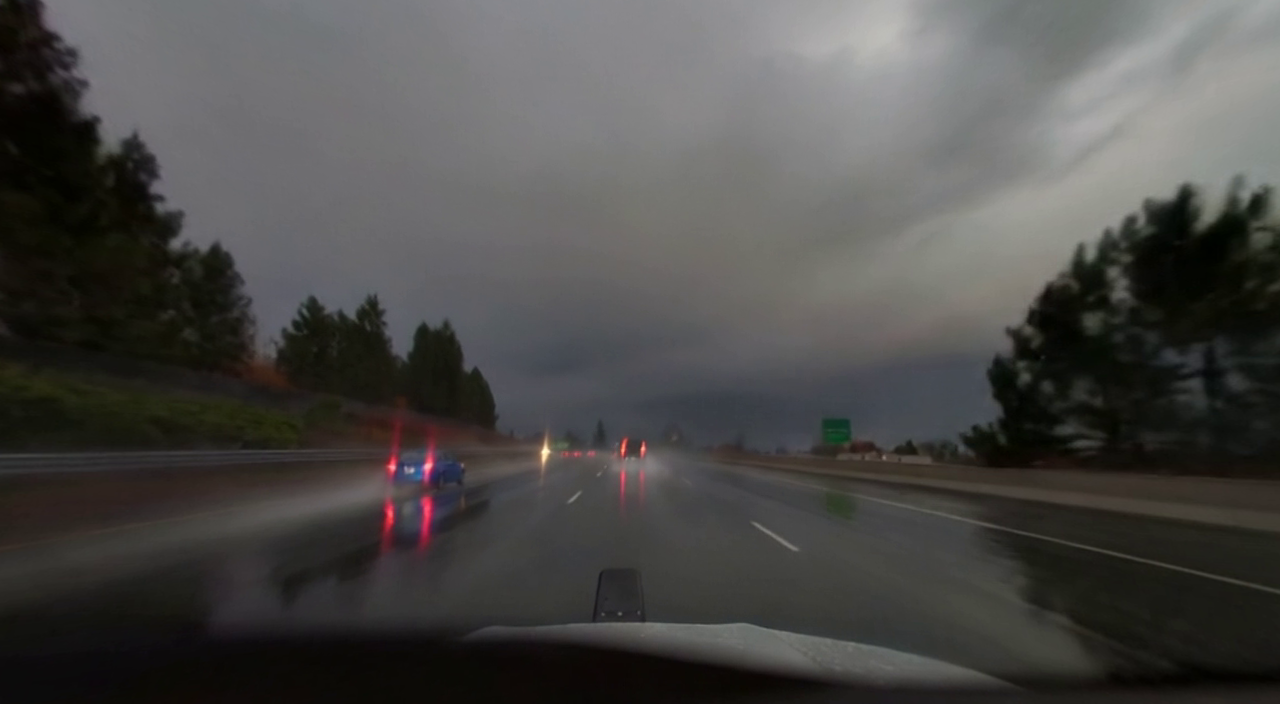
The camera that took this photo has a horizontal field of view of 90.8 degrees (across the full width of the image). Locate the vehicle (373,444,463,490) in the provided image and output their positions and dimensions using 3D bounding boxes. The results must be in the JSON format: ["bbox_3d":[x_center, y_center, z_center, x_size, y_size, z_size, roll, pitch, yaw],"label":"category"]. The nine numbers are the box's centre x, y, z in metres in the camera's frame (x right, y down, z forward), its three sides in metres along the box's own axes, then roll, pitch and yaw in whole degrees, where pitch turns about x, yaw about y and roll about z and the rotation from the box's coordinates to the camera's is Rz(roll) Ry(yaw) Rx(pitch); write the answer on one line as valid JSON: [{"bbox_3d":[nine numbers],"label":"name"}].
[{"bbox_3d":[-7.897,4.094,22.879,1.915,1.479,3.843,0,-9,-1],"label":"vehicle"}]

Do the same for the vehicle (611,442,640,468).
[{"bbox_3d":[-1.121,7.656,47.114,1.990,1.878,4.079,0,-9,-3],"label":"vehicle"}]
